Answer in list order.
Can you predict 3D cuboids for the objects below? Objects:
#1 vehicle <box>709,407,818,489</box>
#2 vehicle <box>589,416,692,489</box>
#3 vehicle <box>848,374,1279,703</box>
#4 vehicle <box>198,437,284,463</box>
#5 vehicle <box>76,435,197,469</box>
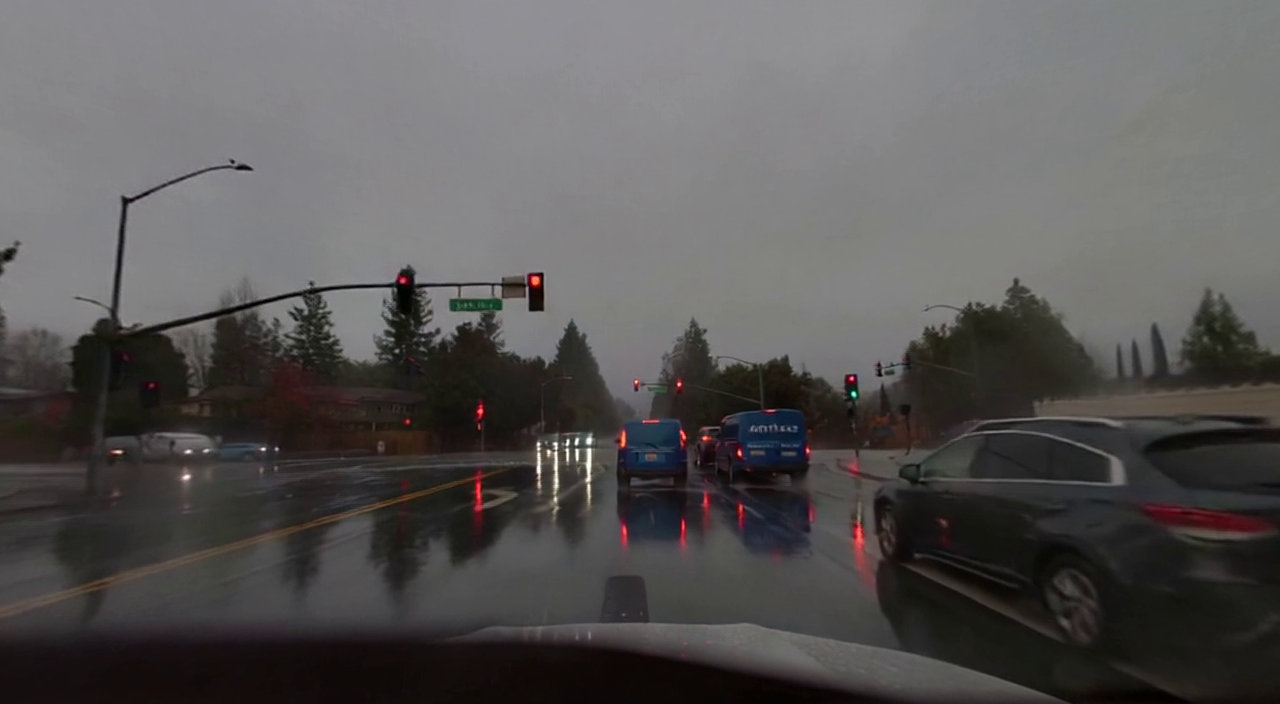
[{"bbox_3d":[3.156,2.583,16.997,2.059,1.924,4.257,0,-8,0],"label":"vehicle"},{"bbox_3d":[0.046,2.590,16.383,2.321,1.624,4.367,0,-8,1],"label":"vehicle"},{"bbox_3d":[3.319,1.166,4.729,1.934,1.506,4.544,0,-8,0],"label":"vehicle"},{"bbox_3d":[-25.073,6.159,39.567,4.073,1.603,1.920,1,-8,-8],"label":"vehicle"},{"bbox_3d":[-28.219,5.613,35.356,4.757,1.841,2.121,1,-8,-7],"label":"vehicle"}]
